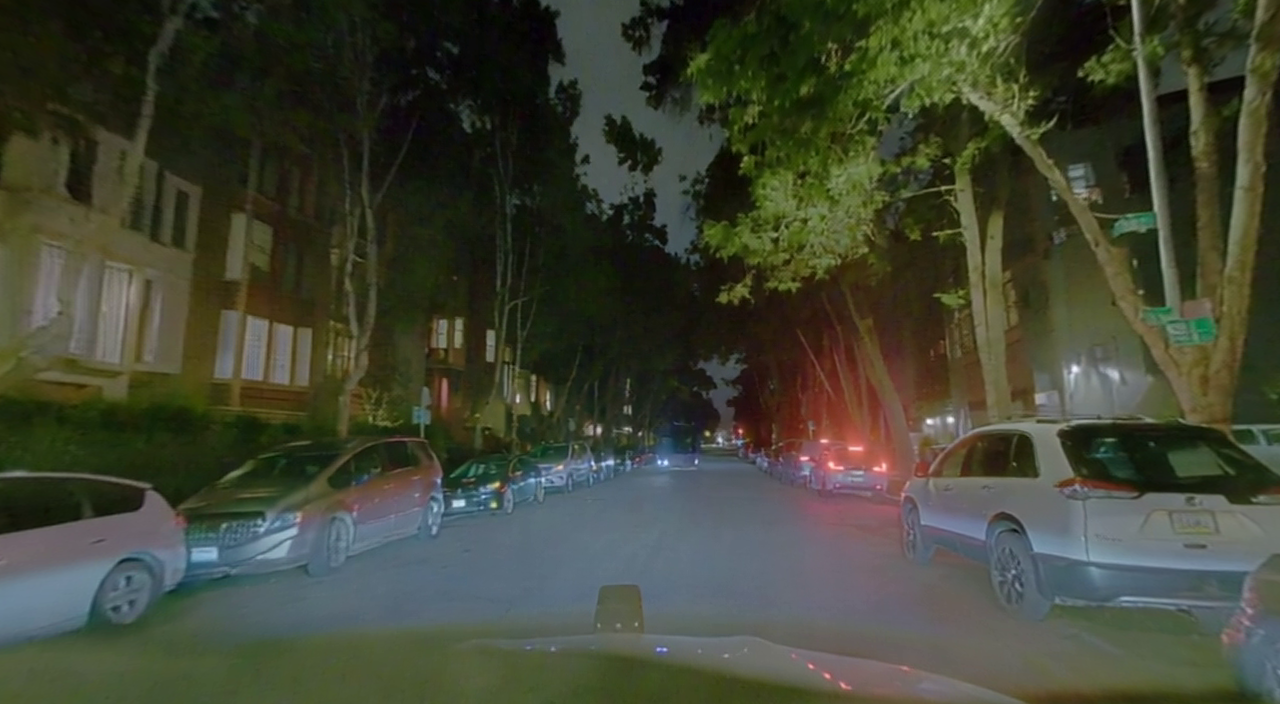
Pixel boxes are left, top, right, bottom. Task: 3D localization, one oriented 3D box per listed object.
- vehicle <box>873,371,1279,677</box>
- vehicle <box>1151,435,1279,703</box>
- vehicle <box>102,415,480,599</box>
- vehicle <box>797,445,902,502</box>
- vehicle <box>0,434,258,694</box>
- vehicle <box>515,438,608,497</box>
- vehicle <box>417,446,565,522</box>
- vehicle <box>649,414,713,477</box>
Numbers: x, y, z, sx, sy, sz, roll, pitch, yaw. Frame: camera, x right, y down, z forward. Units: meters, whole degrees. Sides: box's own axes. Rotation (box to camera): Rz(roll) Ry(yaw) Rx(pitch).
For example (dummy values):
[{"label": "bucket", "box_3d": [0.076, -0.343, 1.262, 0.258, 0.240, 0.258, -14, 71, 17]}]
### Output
[{"label": "vehicle", "box_3d": [4.170, 1.410, 6.385, 2.182, 1.900, 4.779, -1, -8, 5]}, {"label": "vehicle", "box_3d": [3.661, 0.860, 1.139, 1.992, 1.456, 4.610, -1, -8, 6]}, {"label": "vehicle", "box_3d": [-4.193, 1.926, 8.938, 2.203, 1.815, 4.972, -1, -8, 4]}, {"label": "vehicle", "box_3d": [6.041, 3.513, 18.745, 1.813, 1.468, 4.267, 0, -8, 3]}, {"label": "vehicle", "box_3d": [-4.692, 1.242, 3.706, 1.855, 1.510, 4.406, -1, -8, 5]}, {"label": "vehicle", "box_3d": [-2.560, 3.933, 22.159, 2.002, 1.781, 5.380, -1, -8, 7]}, {"label": "vehicle", "box_3d": [-3.291, 3.015, 15.125, 1.861, 1.474, 4.749, -1, -8, 7]}, {"label": "vehicle", "box_3d": [2.265, 4.816, 32.583, 2.716, 2.887, 6.781, -1, -8, 8]}]
